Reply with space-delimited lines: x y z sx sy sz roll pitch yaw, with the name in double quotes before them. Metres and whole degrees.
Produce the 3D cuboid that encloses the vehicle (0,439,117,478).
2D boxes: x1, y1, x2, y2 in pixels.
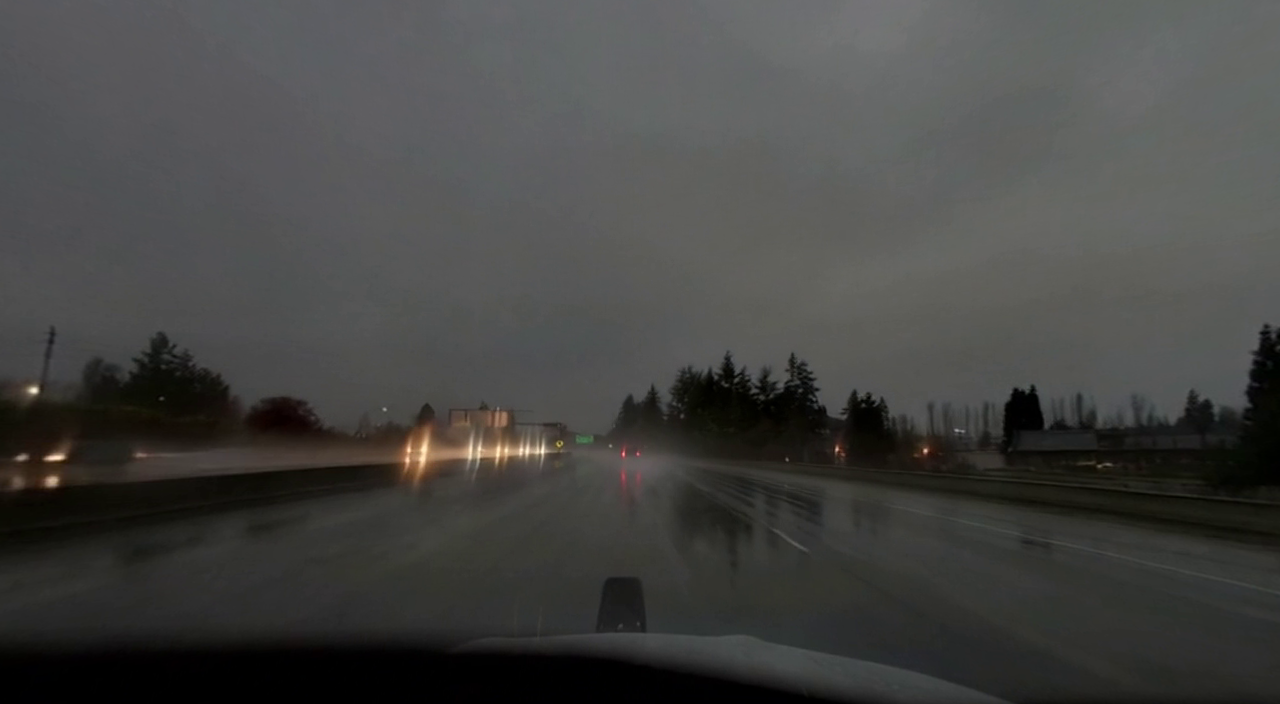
"vehicle" -24.607 4.389 26.237 1.834 1.458 4.546 0 -9 0
